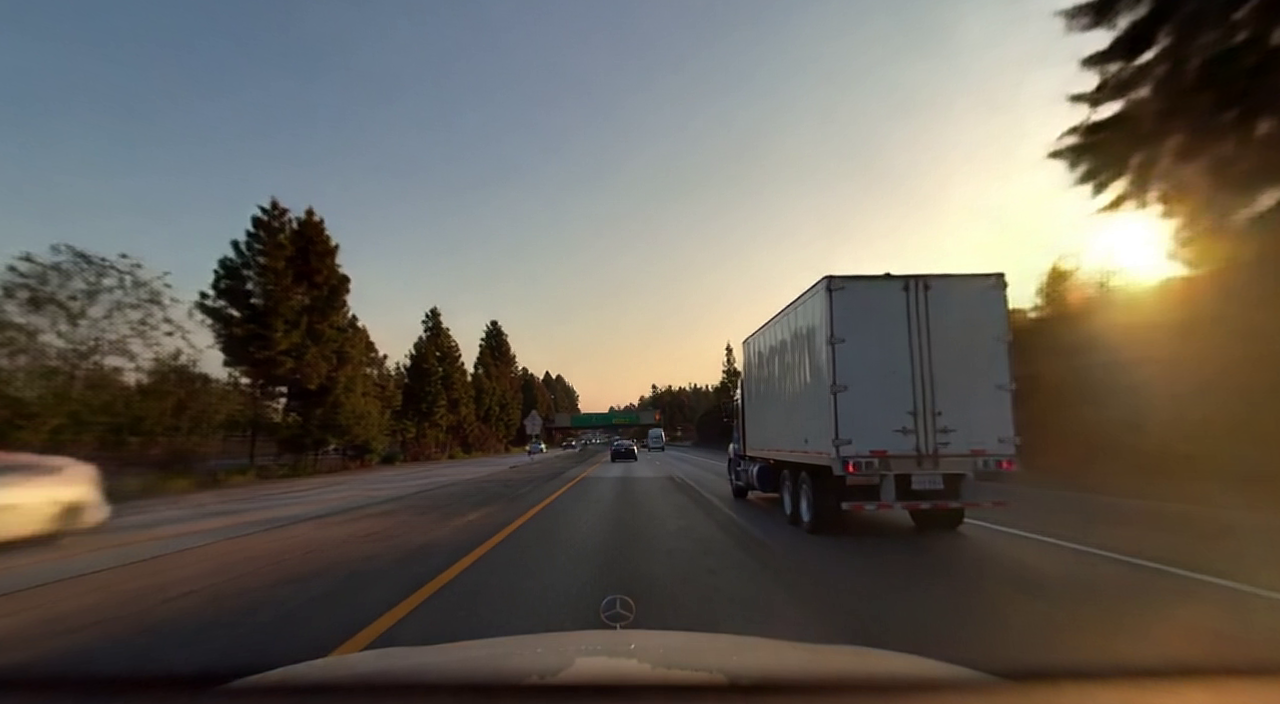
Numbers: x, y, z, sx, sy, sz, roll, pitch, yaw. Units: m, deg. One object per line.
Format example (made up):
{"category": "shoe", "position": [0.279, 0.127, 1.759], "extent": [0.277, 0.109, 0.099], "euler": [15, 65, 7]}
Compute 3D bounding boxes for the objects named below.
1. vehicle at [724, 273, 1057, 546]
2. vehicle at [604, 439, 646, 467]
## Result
{"category": "vehicle", "position": [3.738, 1.237, 12.251], "extent": [2.921, 3.526, 8.207], "euler": [0, -8, -1]}
{"category": "vehicle", "position": [-0.837, 5.660, 35.743], "extent": [2.259, 1.466, 3.693], "euler": [0, -8, -1]}
